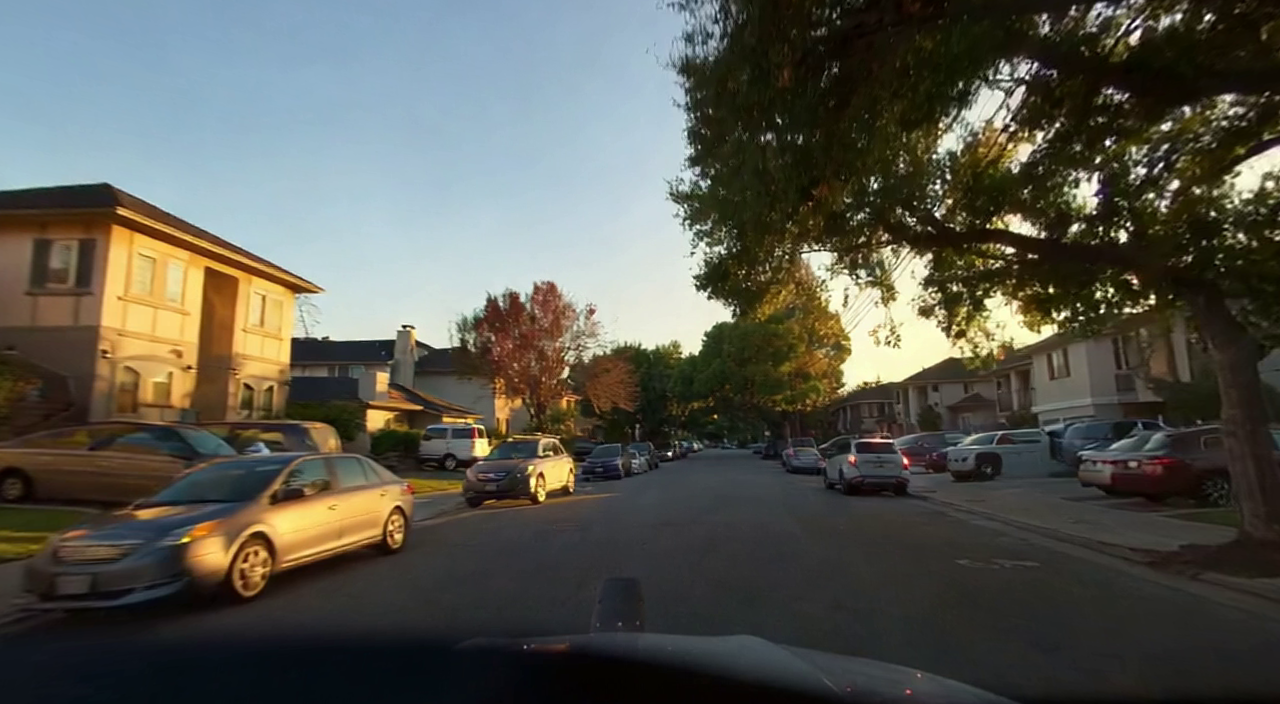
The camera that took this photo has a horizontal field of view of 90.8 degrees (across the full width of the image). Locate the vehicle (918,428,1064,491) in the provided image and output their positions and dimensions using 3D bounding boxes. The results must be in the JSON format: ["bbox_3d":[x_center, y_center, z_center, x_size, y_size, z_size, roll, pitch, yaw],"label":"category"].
[{"bbox_3d":[11.376,3.588,21.003,2.285,1.833,4.853,-1,-10,4],"label":"vehicle"}]

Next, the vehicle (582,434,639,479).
[{"bbox_3d":[-1.257,4.830,28.956,2.007,1.861,4.101,0,-11,6],"label":"vehicle"}]

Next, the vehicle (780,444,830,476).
[{"bbox_3d":[8.843,5.789,34.252,1.850,1.516,5.066,-1,-8,6],"label":"vehicle"}]

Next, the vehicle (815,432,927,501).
[{"bbox_3d":[7.275,3.646,20.632,2.201,1.896,5.632,-1,-8,8],"label":"vehicle"}]

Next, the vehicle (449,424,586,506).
[{"bbox_3d":[-3.181,3.214,17.921,2.319,1.902,5.526,-2,-10,5],"label":"vehicle"}]

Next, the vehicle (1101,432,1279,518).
[{"bbox_3d":[12.176,2.340,12.331,4.611,1.510,1.962,-2,-8,8],"label":"vehicle"}]

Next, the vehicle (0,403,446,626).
[{"bbox_3d":[-4.404,1.788,7.680,2.035,1.719,4.749,-6,-11,7],"label":"vehicle"}]
